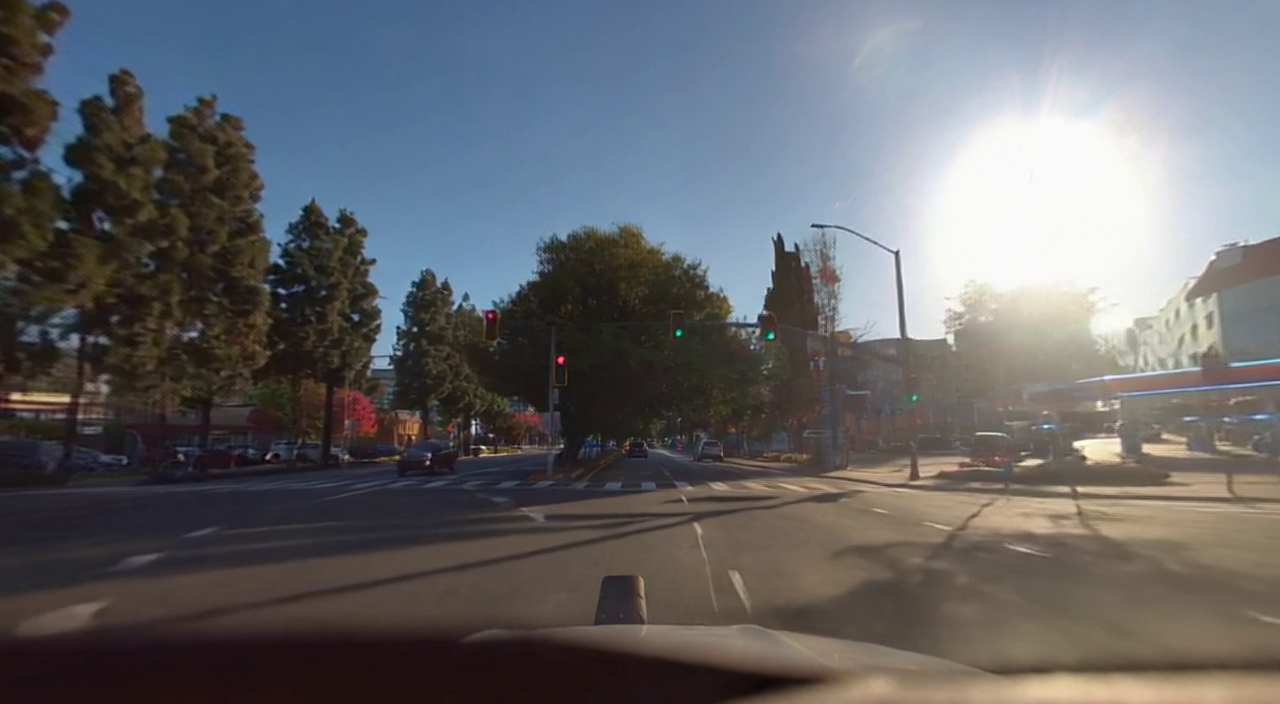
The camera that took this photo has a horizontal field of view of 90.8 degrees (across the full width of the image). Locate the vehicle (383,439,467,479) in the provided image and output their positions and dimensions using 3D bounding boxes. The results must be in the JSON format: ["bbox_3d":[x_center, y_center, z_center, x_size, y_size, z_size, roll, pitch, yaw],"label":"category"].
[{"bbox_3d":[-9.224,4.613,27.493,2.029,1.452,4.598,-3,-9,1],"label":"vehicle"}]

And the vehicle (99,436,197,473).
[{"bbox_3d":[-37.242,7.741,47.892,5.831,2.624,2.189,-1,-8,8],"label":"vehicle"}]
